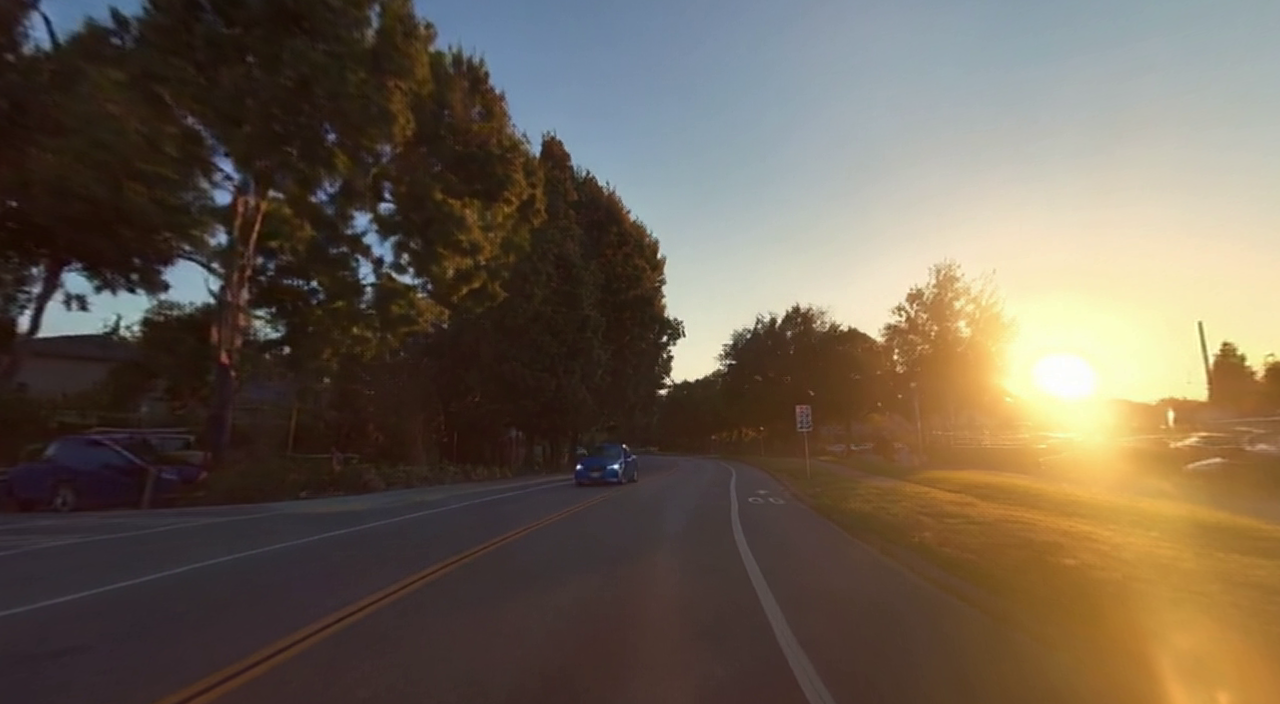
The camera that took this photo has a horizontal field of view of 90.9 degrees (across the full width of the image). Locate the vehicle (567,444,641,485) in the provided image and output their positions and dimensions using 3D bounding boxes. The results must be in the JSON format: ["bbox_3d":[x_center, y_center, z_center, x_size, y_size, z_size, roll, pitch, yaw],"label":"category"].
[{"bbox_3d":[-1.356,4.507,25.633,2.190,1.499,4.209,-1,-9,8],"label":"vehicle"}]
